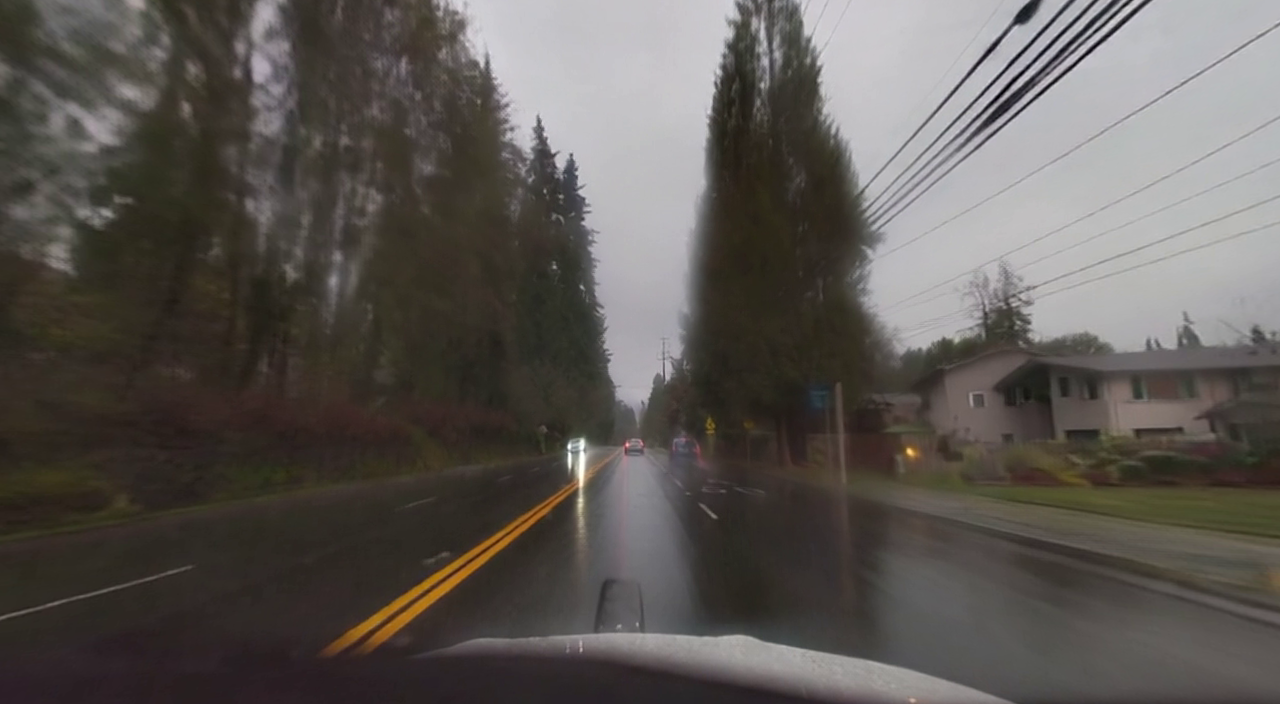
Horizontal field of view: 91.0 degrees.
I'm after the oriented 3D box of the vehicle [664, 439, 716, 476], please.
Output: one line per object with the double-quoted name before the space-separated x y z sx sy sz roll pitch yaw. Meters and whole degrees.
"vehicle" 2.172 4.698 28.207 1.975 1.497 3.647 1 -9 -1
